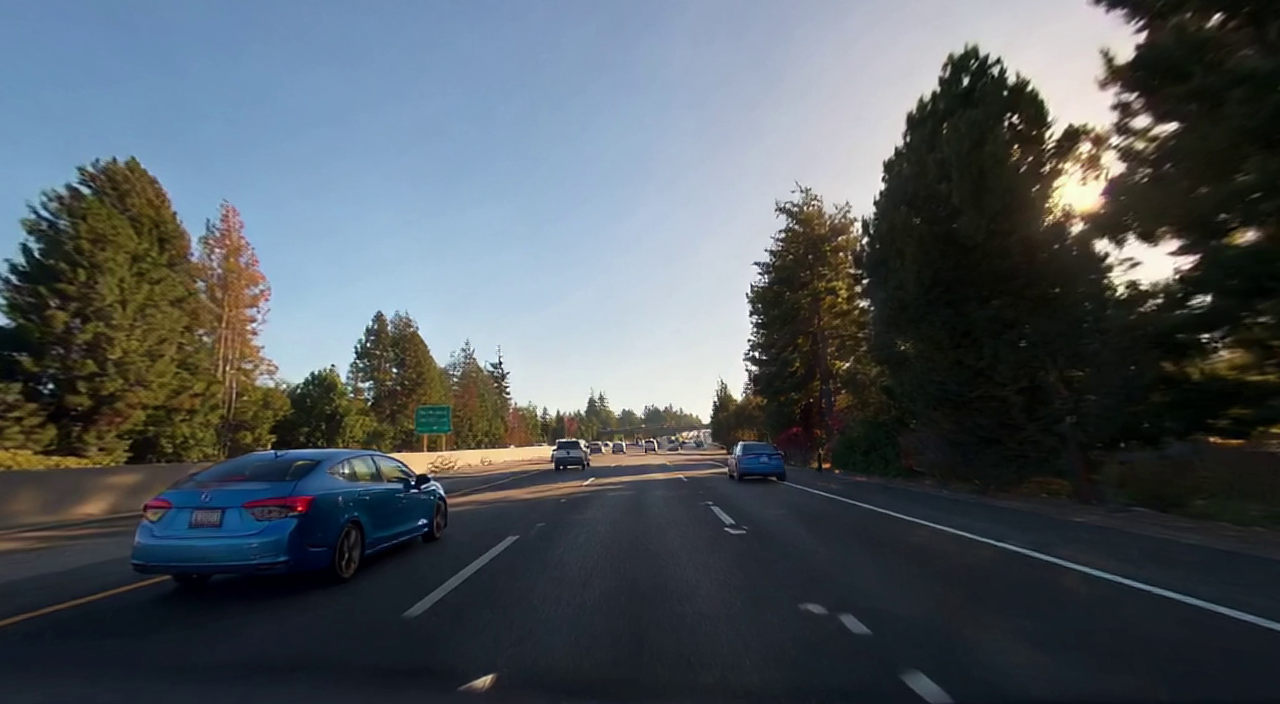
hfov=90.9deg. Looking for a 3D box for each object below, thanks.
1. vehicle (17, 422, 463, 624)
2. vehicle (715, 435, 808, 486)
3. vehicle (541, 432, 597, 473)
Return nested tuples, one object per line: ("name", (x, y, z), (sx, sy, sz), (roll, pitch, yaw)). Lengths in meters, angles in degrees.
("vehicle", (-3.600, 1.592, 6.954), (1.948, 1.475, 4.461), (0, -8, 1))
("vehicle", (3.847, 3.529, 20.812), (2.100, 1.472, 4.533), (0, -8, -1))
("vehicle", (-3.363, 4.902, 30.844), (2.122, 1.847, 4.696), (0, -8, 1))
